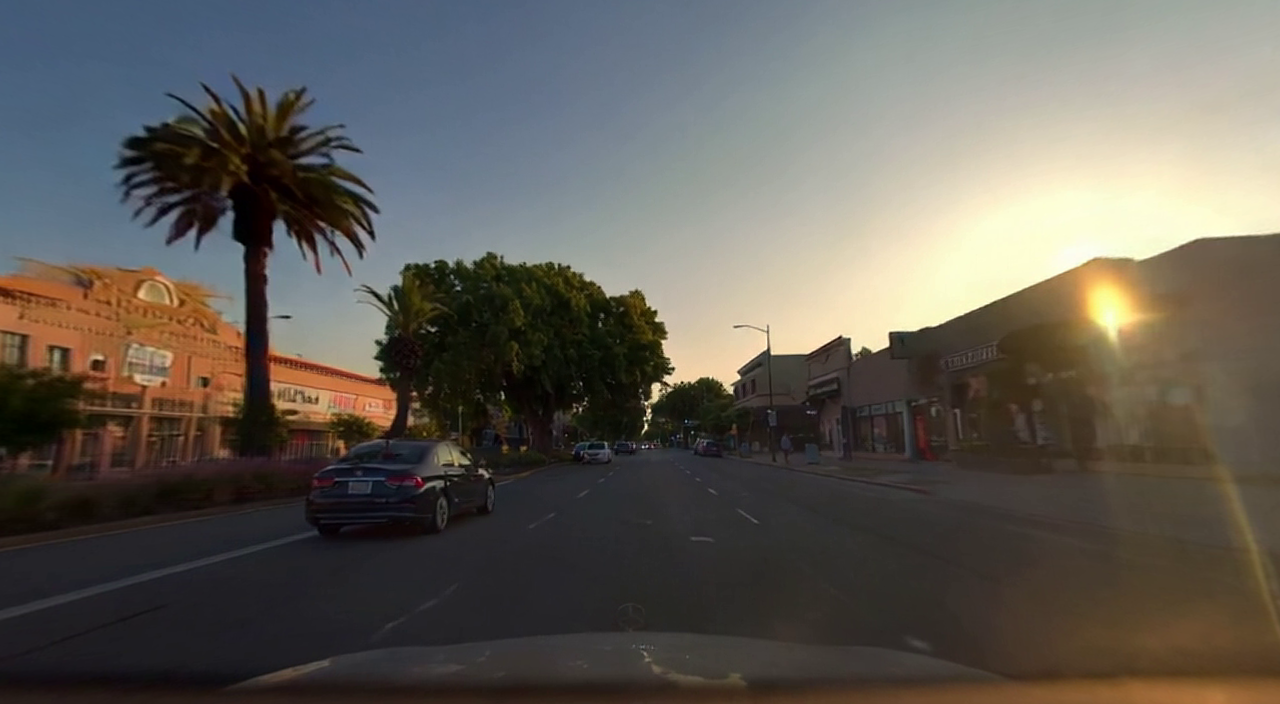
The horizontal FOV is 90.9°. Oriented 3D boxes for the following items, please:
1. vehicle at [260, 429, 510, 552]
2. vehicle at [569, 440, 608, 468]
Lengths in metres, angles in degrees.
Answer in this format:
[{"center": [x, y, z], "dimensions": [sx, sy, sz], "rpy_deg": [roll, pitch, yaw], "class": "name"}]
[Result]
[{"center": [-3.626, 2.052, 10.074], "dimensions": [2.032, 1.511, 4.424], "rpy_deg": [0, -9, 2], "class": "vehicle"}, {"center": [-3.226, 6.484, 40.231], "dimensions": [2.024, 1.636, 4.121], "rpy_deg": [0, -9, 1], "class": "vehicle"}]
